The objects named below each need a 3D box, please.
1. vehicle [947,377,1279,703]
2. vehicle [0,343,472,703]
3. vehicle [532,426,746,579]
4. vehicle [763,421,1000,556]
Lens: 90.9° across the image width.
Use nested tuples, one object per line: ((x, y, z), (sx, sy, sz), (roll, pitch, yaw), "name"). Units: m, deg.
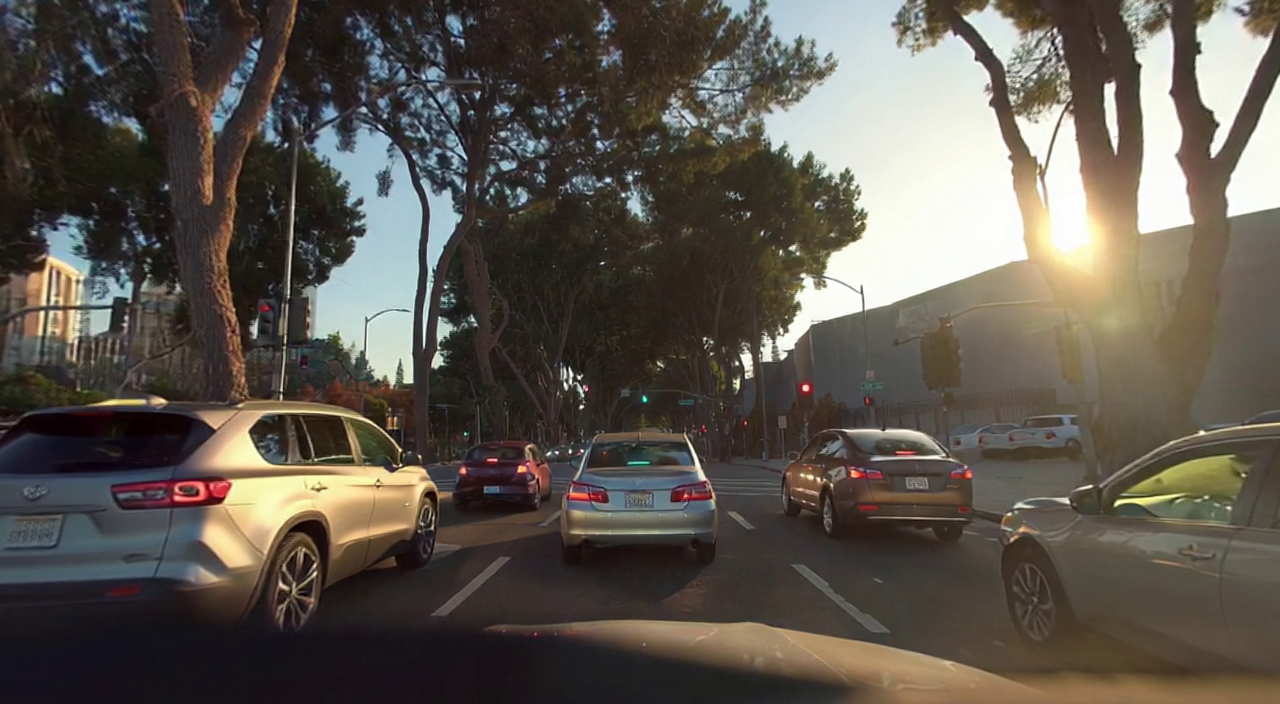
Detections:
((3.320, 0.964, 2.829), (1.899, 1.588, 3.888), (0, -8, 0), "vehicle")
((-3.143, 1.175, 5.128), (2.168, 1.750, 4.625), (-1, -8, 1), "vehicle")
((-0.035, 1.809, 8.373), (2.147, 1.507, 3.953), (0, -8, -1), "vehicle")
((3.423, 2.016, 10.052), (2.040, 1.647, 4.379), (0, -9, 0), "vehicle")
